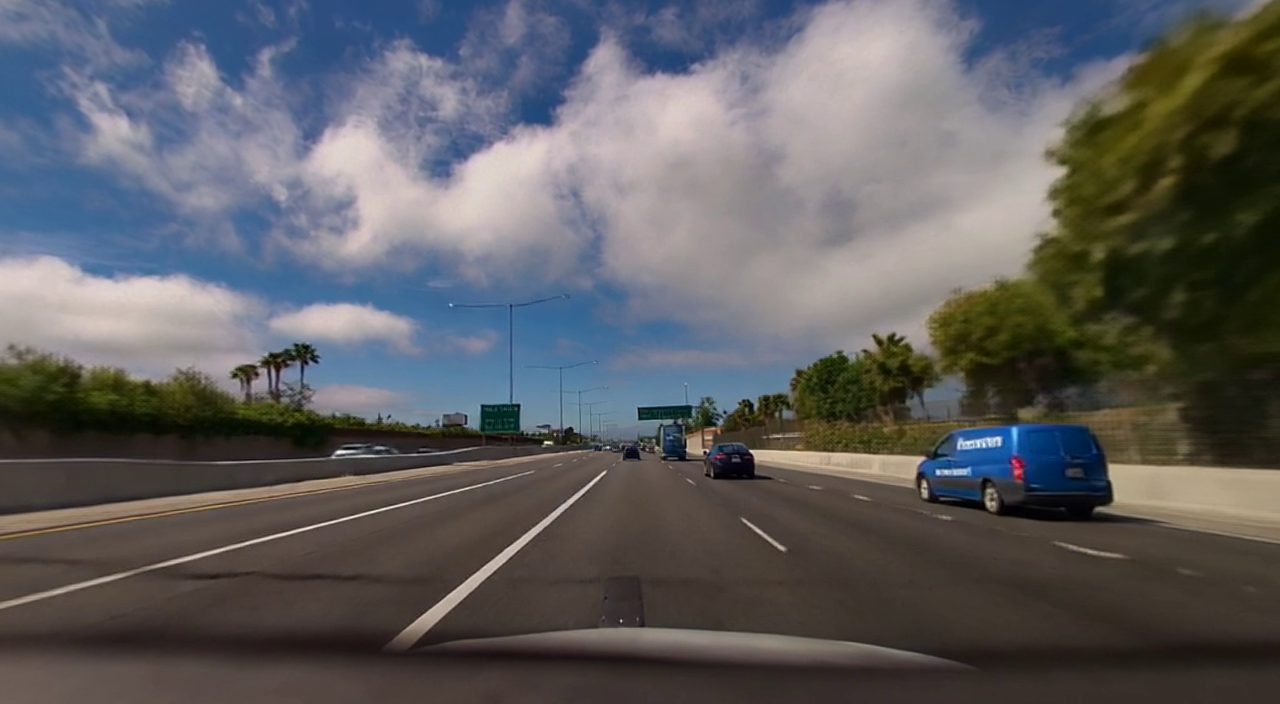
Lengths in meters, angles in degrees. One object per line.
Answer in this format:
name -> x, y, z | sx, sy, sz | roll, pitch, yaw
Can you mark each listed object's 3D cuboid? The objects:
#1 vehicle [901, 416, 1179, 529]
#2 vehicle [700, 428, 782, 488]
vehicle -> 7.471, 2.310, 12.689 | 2.266, 1.799, 4.947 | 0, -9, -1
vehicle -> 3.552, 3.846, 23.213 | 2.035, 1.931, 4.841 | 0, -9, -2
